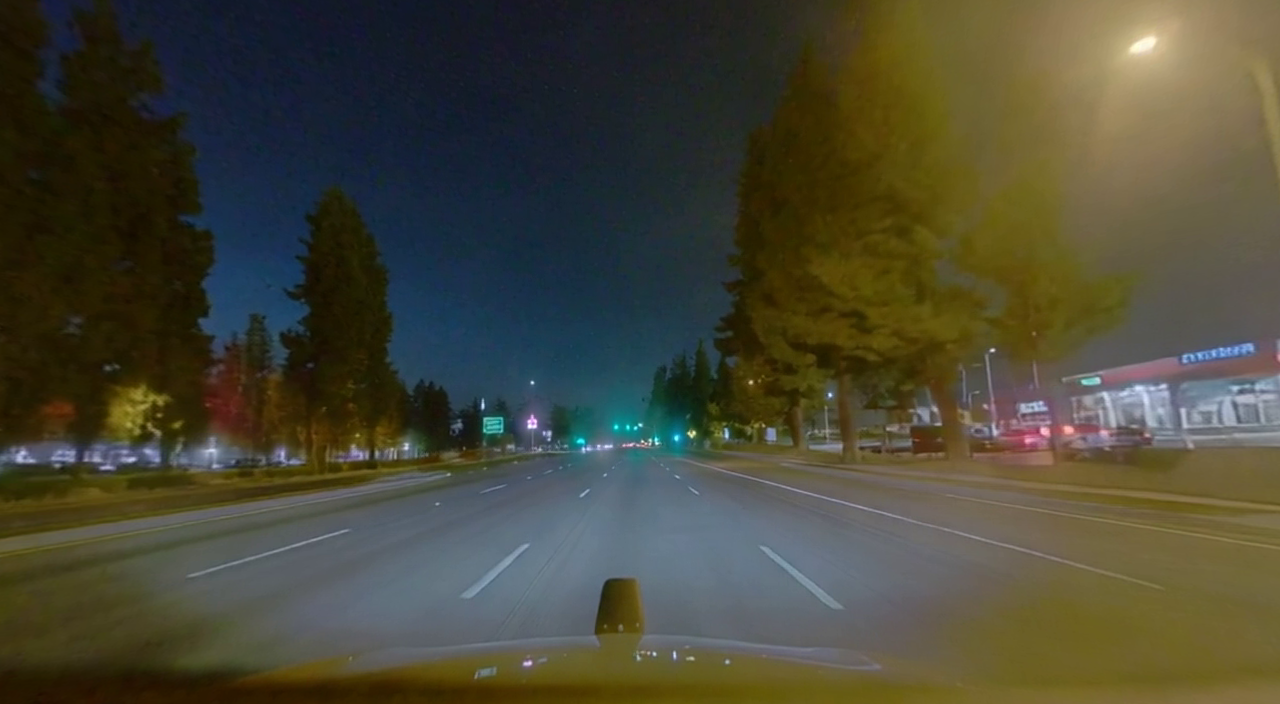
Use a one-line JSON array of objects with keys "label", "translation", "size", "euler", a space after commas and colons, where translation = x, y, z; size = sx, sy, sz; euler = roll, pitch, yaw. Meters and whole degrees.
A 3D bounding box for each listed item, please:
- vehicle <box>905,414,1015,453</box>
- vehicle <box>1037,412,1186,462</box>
[{"label": "vehicle", "translation": [22.594, 5.820, 44.901], "size": [6.347, 2.674, 2.521], "euler": [0, -8, 1]}, {"label": "vehicle", "translation": [23.325, 4.233, 31.465], "size": [5.460, 1.980, 2.188], "euler": [-5, -8, 2]}]
